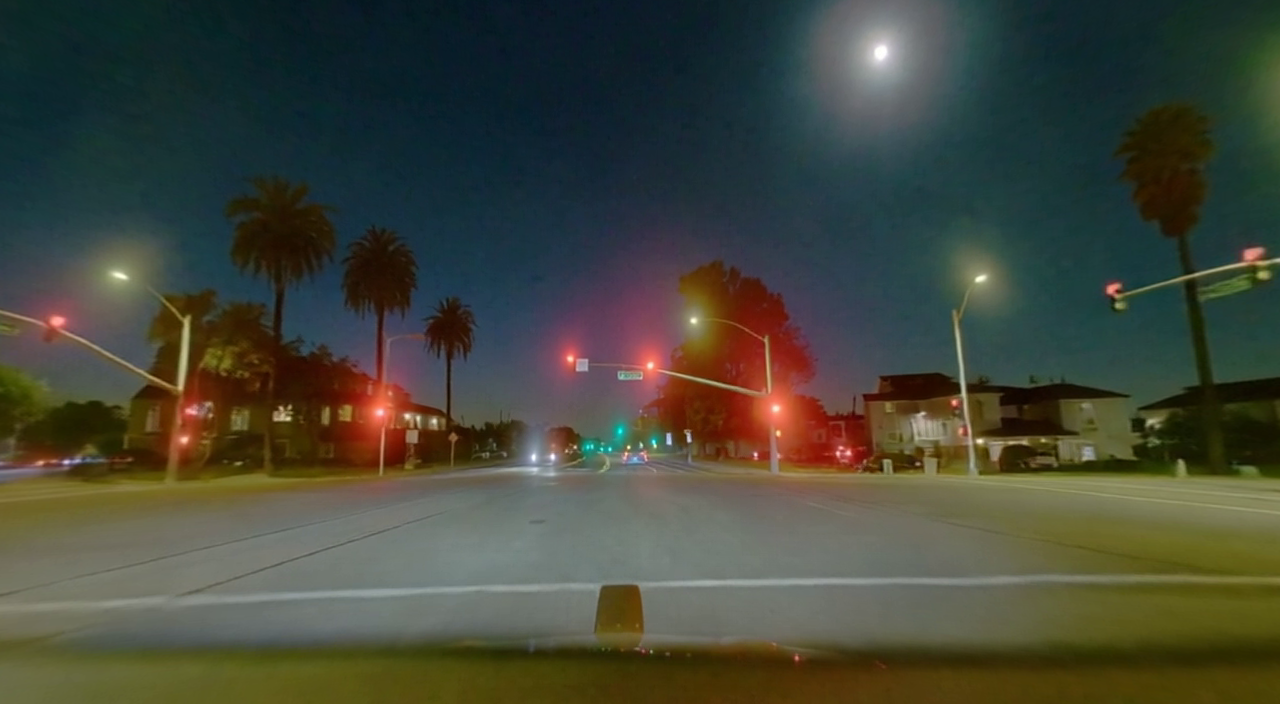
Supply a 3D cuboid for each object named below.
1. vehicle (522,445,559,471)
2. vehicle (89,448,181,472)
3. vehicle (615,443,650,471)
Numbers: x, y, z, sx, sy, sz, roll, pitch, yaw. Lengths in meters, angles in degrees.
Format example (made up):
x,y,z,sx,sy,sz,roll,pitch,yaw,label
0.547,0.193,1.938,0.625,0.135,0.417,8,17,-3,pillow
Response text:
x,y,z,sx,sy,sz,roll,pitch,yaw,label
-6.832,7.298,43.599,1.983,1.684,3.938,0,-8,-1,vehicle
-35.535,7.575,44.551,4.887,1.546,1.807,7,-11,-40,vehicle
-0.580,7.376,44.652,2.248,1.833,4.798,0,-8,-3,vehicle
